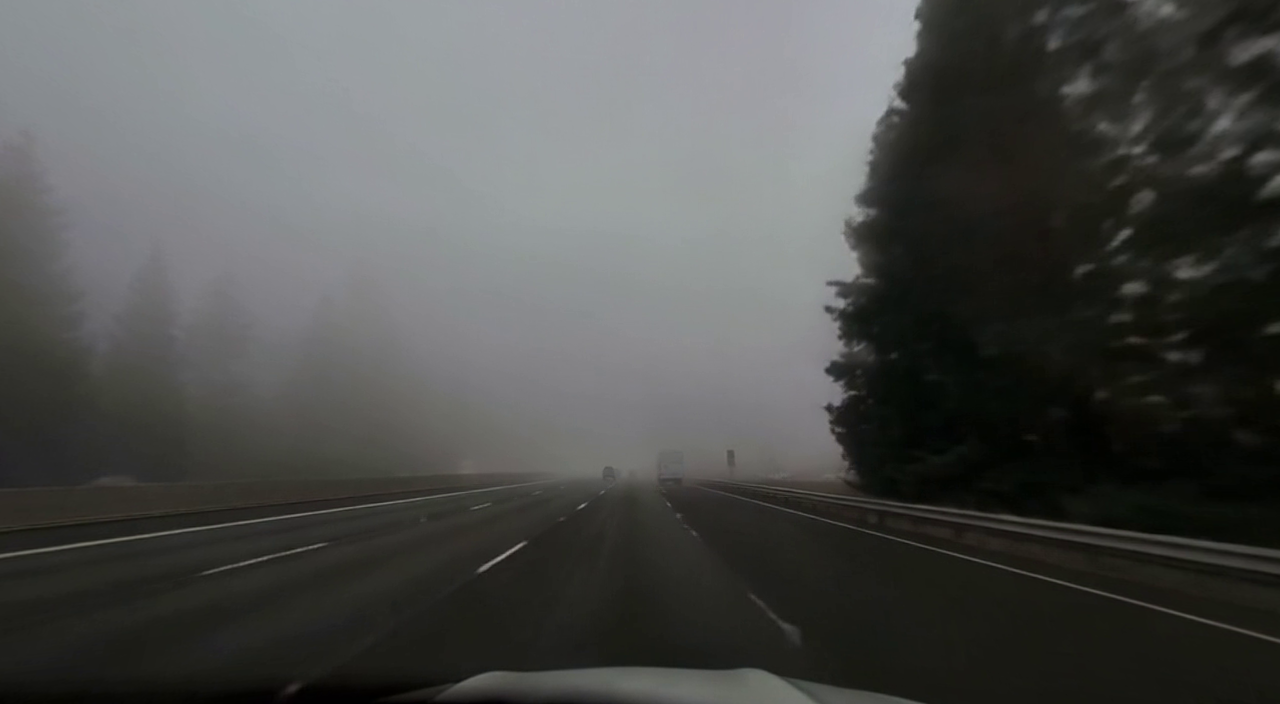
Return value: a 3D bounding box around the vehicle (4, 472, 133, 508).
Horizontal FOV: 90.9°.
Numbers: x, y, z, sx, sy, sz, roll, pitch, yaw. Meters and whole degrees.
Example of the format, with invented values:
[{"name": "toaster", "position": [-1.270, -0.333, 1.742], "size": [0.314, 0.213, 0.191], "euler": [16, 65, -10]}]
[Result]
[{"name": "vehicle", "position": [-26.667, 6.434, 29.665], "size": [1.857, 1.530, 4.453], "euler": [1, -10, 0]}]
